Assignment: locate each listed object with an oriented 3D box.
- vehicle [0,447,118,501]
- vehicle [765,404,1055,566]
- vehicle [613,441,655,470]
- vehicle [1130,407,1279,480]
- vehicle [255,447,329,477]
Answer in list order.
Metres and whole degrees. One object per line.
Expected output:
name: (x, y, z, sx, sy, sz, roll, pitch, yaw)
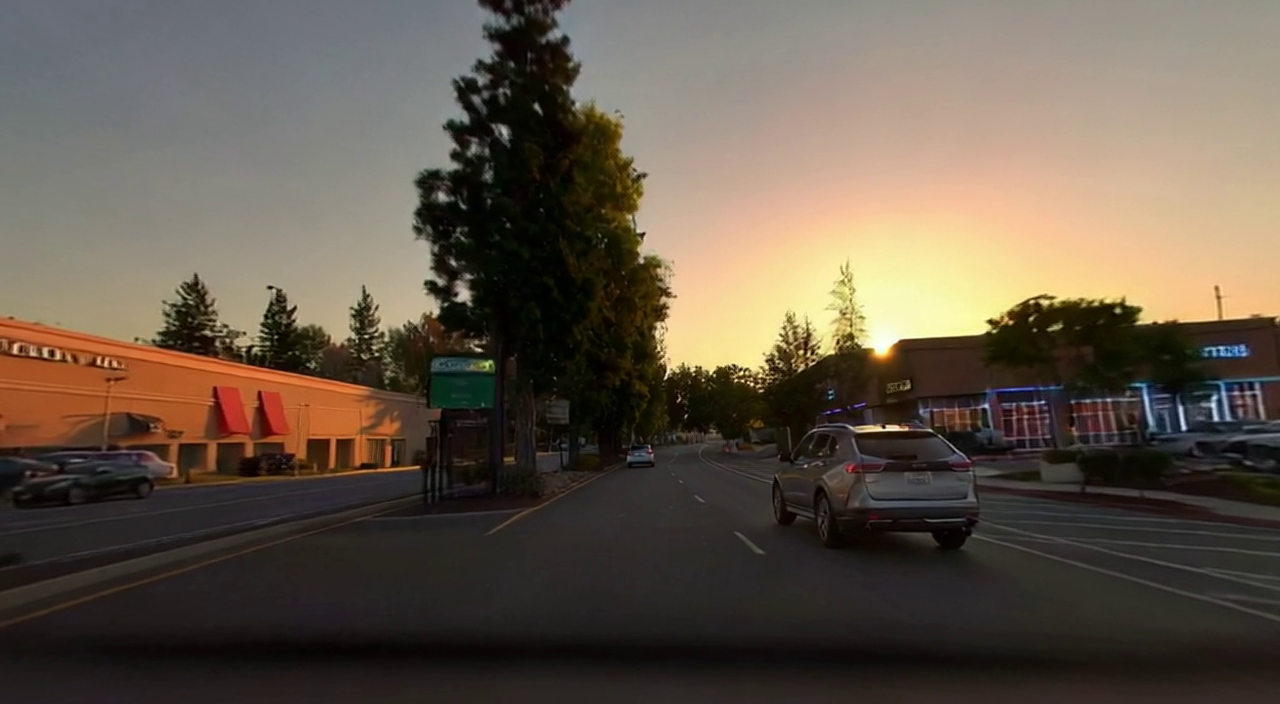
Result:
vehicle: (-25.457, 5.074, 26.128, 5.437, 1.926, 2.310, -1, -8, -16)
vehicle: (3.307, 1.735, 8.975, 2.110, 1.698, 4.397, 0, -8, -1)
vehicle: (-0.301, 5.619, 34.477, 2.126, 1.475, 3.967, 0, -8, 0)
vehicle: (19.310, 2.844, 20.162, 5.704, 2.047, 2.413, -1, -9, -11)
vehicle: (-25.475, 8.058, 46.203, 5.851, 1.918, 2.142, -8, -9, 32)
